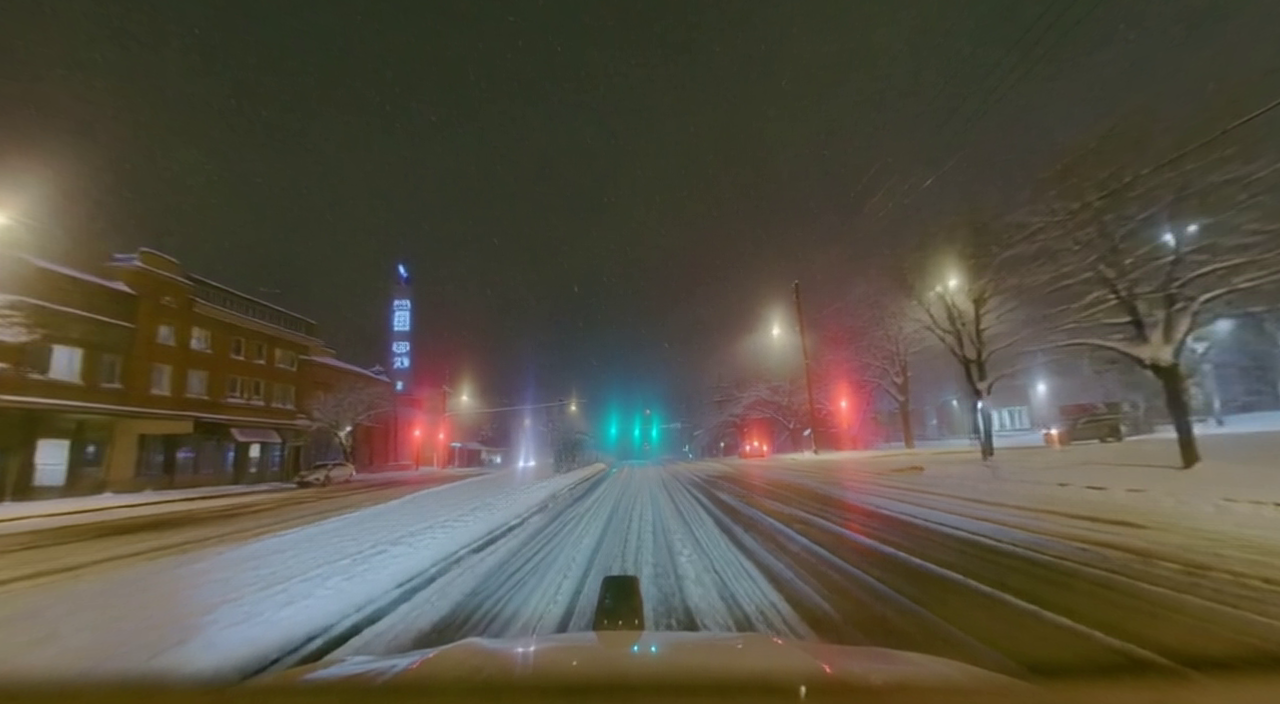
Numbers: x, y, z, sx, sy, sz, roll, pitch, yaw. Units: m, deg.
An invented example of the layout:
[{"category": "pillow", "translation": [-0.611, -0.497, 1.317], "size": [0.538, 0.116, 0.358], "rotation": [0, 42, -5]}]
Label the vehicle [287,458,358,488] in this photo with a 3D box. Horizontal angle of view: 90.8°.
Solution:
[{"category": "vehicle", "translation": [-19.211, 7.354, 38.436], "size": [2.010, 1.504, 4.820], "rotation": [-5, -10, -2]}]
